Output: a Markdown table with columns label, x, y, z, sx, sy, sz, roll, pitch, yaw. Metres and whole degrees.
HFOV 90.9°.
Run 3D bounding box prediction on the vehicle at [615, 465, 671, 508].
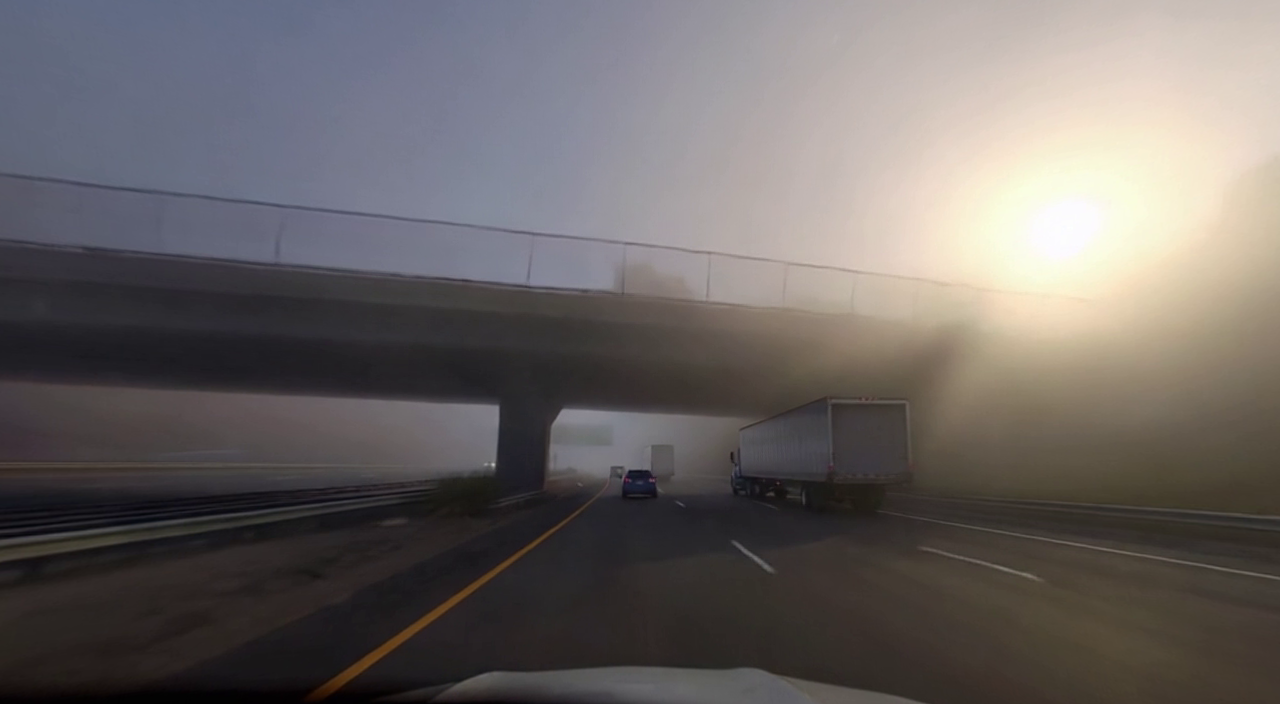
| label | x | y | z | sx | sy | sz | roll | pitch | yaw |
| --- | --- | --- | --- | --- | --- | --- | --- | --- | --- |
| vehicle | 0.111 | 5.389 | 25.409 | 2.067 | 1.552 | 3.601 | 1 | -11 | 0 |

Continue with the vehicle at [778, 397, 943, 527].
| label | x | y | z | sx | sy | sz | roll | pitch | yaw |
| --- | --- | --- | --- | --- | --- | --- | --- | --- | --- |
| vehicle | 7.237 | 3.901 | 22.276 | 2.839 | 3.684 | 8.091 | 1 | -11 | 0 |
